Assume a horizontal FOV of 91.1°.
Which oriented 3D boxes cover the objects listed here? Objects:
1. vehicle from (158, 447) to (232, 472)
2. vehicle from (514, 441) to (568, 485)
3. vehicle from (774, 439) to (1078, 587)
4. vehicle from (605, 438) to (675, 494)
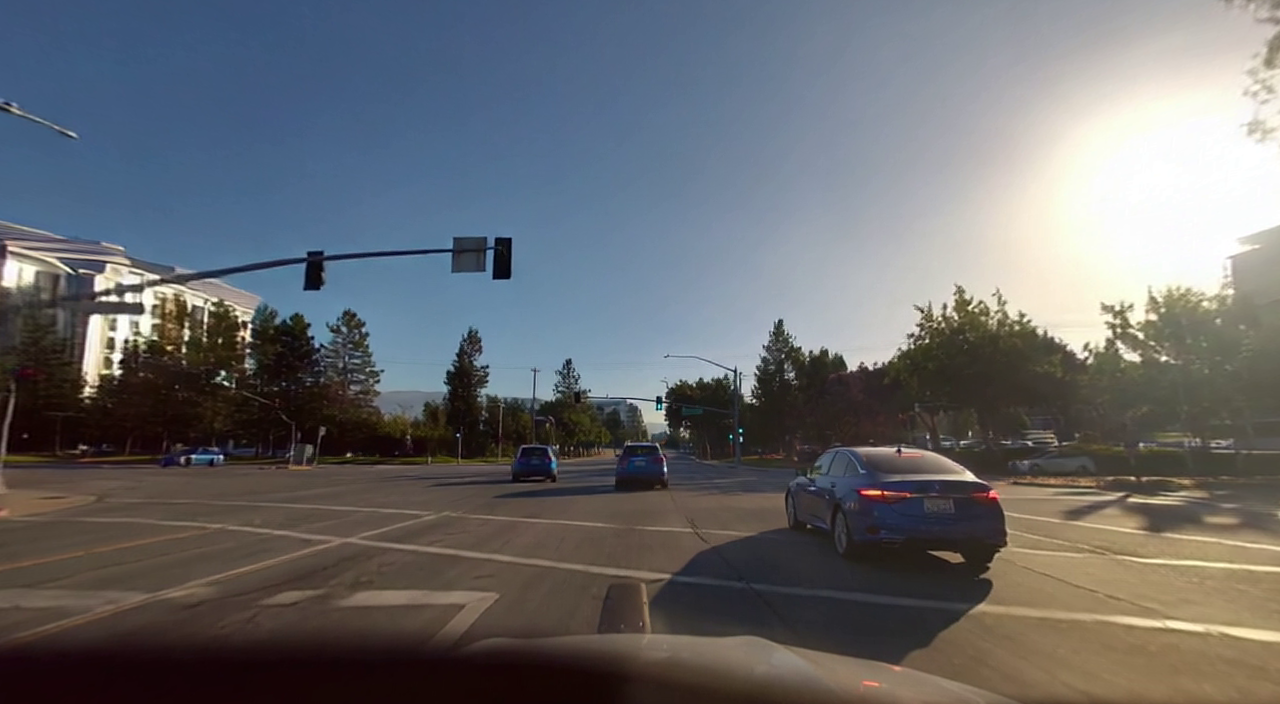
[{"bbox_3d":[-31.392,7.549,44.305,4.422,1.605,1.955,-3,-9,20],"label":"vehicle"},{"bbox_3d":[-4.048,4.448,25.517,1.987,1.633,4.005,2,-8,-10],"label":"vehicle"},{"bbox_3d":[3.360,1.952,8.622,2.056,1.468,4.520,0,-8,0],"label":"vehicle"},{"bbox_3d":[-0.003,3.750,21.098,2.108,1.654,4.235,0,-8,0],"label":"vehicle"}]
